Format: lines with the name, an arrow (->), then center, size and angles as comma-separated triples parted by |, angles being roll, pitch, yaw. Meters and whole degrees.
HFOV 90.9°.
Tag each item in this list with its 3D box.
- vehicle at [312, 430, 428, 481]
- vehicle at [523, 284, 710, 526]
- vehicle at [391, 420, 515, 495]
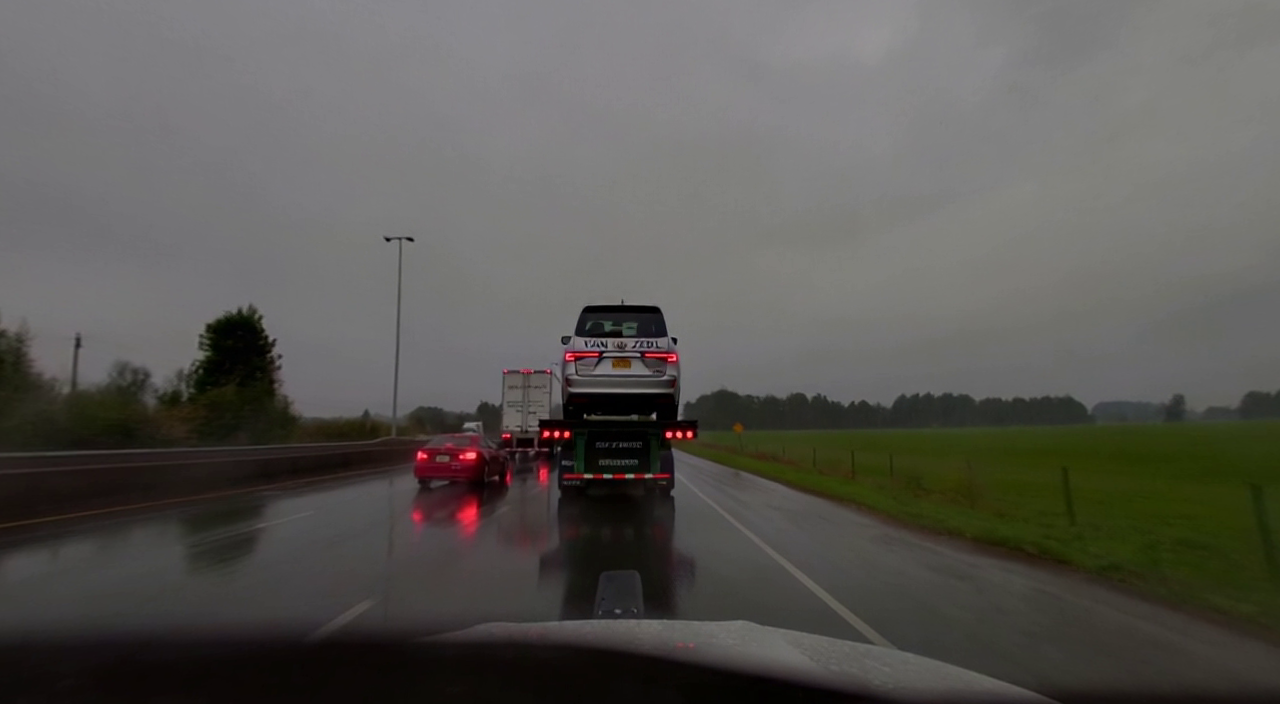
vehicle -> -8.938, 3.420, 21.377 | 1.897, 1.524, 4.790 | 0, -7, -1
vehicle -> -0.463, 1.349, 14.050 | 2.738, 3.628, 9.223 | 0, -7, -1
vehicle -> -4.655, 2.660, 16.415 | 1.914, 1.675, 4.331 | 0, -7, -1
